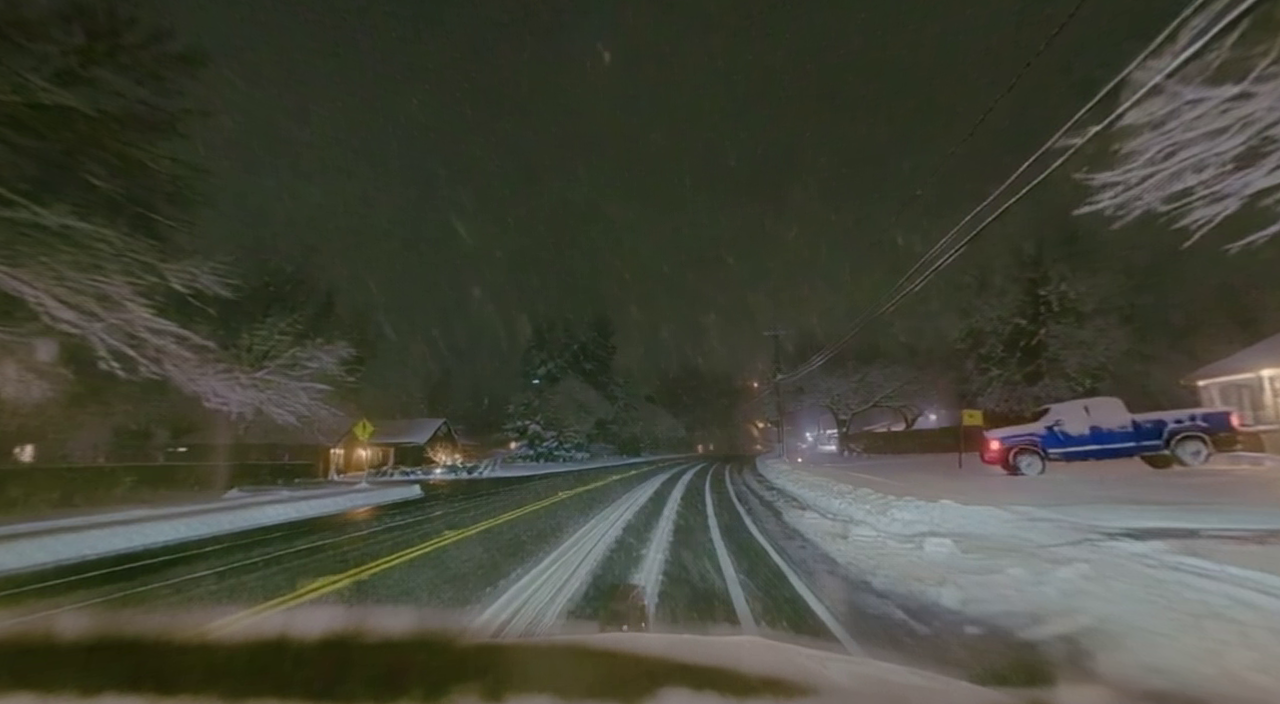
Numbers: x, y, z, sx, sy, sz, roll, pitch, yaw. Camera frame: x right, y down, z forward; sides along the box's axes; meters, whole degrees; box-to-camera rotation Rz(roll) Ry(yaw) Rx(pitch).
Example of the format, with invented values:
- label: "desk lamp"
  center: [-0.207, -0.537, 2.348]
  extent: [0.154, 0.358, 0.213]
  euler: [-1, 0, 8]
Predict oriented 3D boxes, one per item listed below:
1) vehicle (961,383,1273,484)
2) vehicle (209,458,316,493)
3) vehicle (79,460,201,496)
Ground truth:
- label: "vehicle"
  center: [11.586, 2.061, 15.810]
  extent: [5.704, 1.788, 2.095]
  euler: [-7, -8, 8]
- label: "vehicle"
  center: [-18.642, 6.086, 31.211]
  extent: [4.270, 1.481, 1.972]
  euler: [-3, -9, 10]
- label: "vehicle"
  center: [-25.413, 6.394, 32.120]
  extent: [4.751, 1.489, 2.052]
  euler: [-4, -9, 7]
